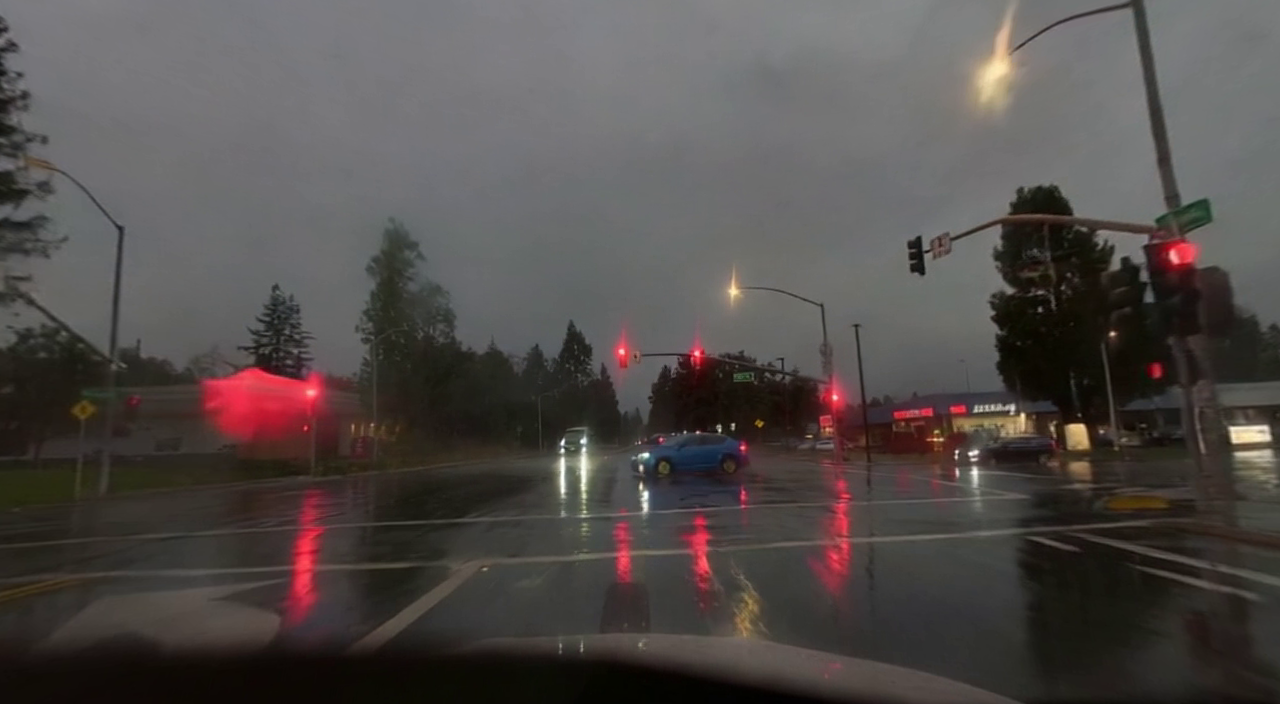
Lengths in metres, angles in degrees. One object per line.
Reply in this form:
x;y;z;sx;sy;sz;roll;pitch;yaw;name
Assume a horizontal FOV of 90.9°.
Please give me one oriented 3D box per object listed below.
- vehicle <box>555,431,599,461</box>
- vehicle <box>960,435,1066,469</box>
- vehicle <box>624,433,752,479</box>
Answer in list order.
-3.741;5.675;38.066;2.140;1.638;4.259;0;-8;1;vehicle
17.828;4.758;30.143;4.377;1.523;1.877;3;-9;-19;vehicle
1.798;3.722;22.797;4.528;1.482;1.864;6;-11;-38;vehicle
